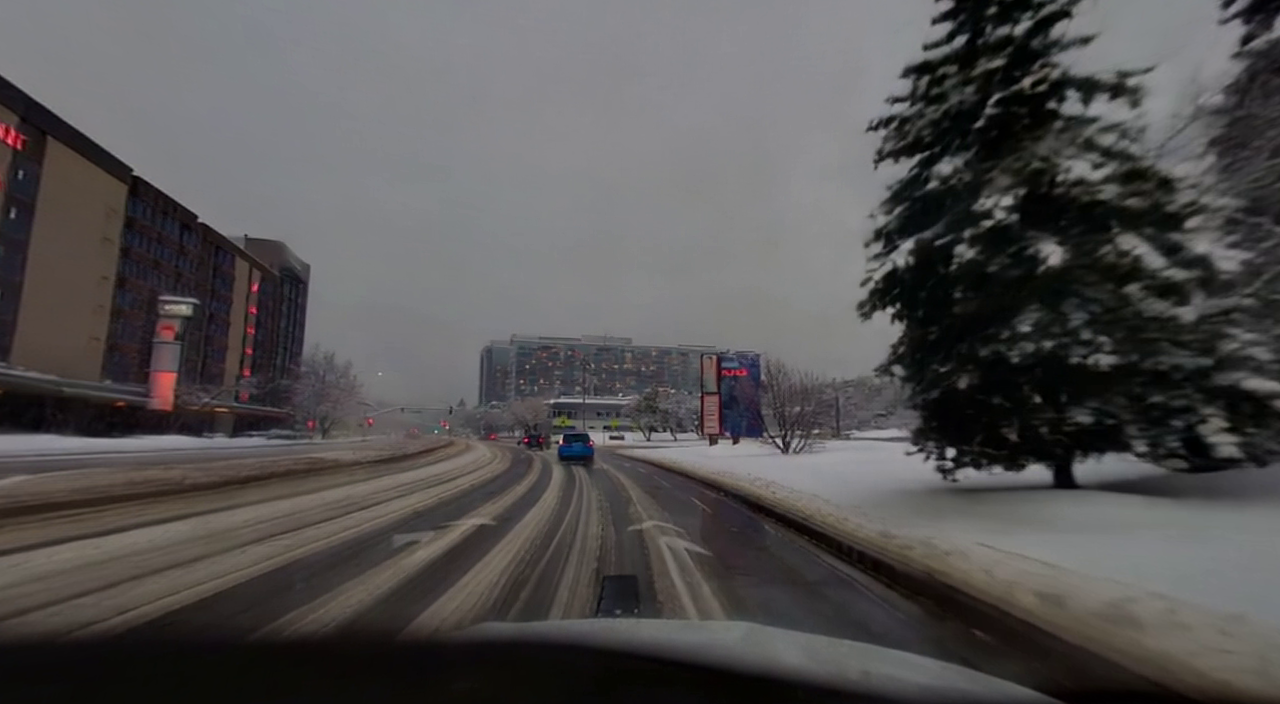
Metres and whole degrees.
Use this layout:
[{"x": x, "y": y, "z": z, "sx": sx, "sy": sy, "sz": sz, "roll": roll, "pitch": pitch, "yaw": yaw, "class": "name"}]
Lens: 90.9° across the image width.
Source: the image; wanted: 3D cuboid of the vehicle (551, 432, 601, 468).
[{"x": -3.125, "y": 4.697, "z": 30.517, "sx": 2.231, "sy": 1.572, "sz": 4.227, "roll": 1, "pitch": -8, "yaw": -7, "class": "vehicle"}]
